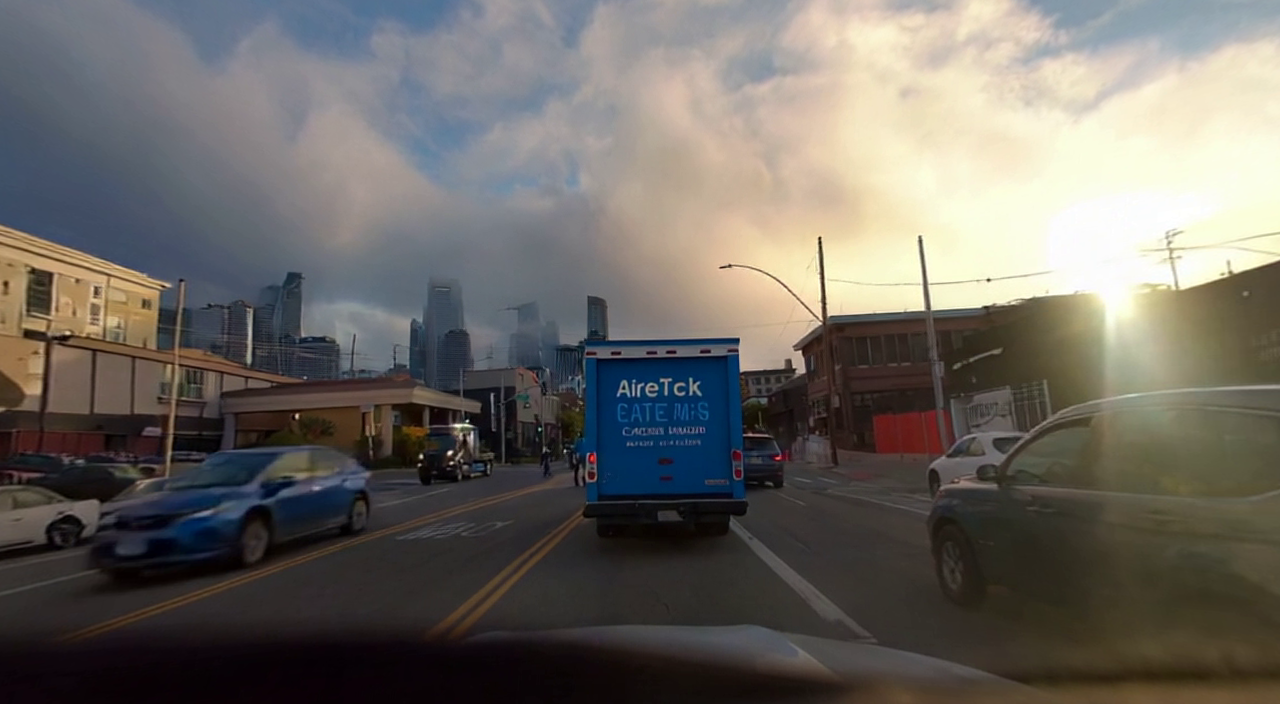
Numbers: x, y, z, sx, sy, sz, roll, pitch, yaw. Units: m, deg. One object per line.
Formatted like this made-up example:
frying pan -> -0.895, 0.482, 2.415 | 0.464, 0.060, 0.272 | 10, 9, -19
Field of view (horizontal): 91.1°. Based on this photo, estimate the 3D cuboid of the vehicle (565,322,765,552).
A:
vehicle -> 0.203, 1.509, 11.157 | 2.517, 2.926, 6.177 | 0, -9, -2

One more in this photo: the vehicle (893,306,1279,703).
vehicle -> 3.364, 0.910, 3.415 | 2.104, 1.786, 4.498 | 0, -9, 1

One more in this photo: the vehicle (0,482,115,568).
vehicle -> -13.512, 3.547, 12.771 | 1.901, 1.508, 4.405 | 0, -9, -1

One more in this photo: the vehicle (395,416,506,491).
vehicle -> -9.079, 5.005, 31.255 | 2.883, 3.199, 7.964 | 0, -9, 1

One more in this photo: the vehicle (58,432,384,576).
vehicle -> -5.967, 2.162, 9.814 | 2.046, 1.711, 4.320 | 0, -9, 1
